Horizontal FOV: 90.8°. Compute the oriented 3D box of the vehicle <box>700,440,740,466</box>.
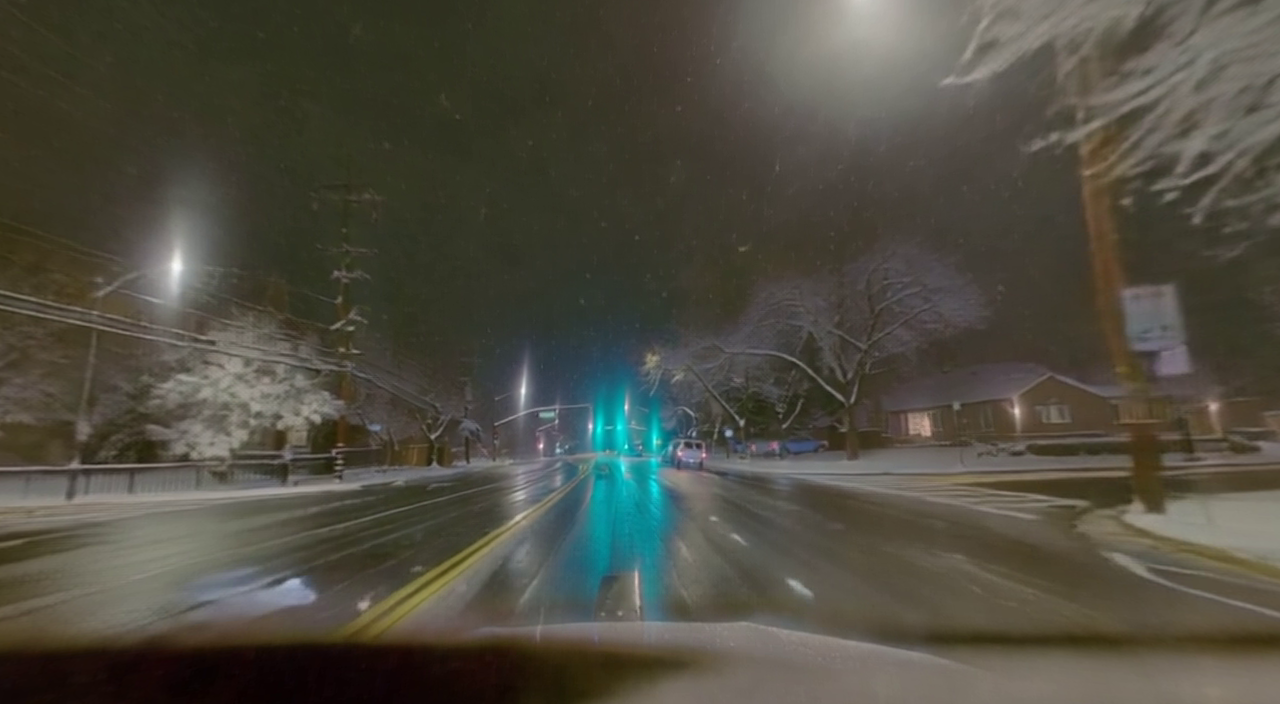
[{"bbox_3d":[5.475,6.991,43.786,2.024,1.710,4.525,0,-9,-2],"label":"vehicle"}]
